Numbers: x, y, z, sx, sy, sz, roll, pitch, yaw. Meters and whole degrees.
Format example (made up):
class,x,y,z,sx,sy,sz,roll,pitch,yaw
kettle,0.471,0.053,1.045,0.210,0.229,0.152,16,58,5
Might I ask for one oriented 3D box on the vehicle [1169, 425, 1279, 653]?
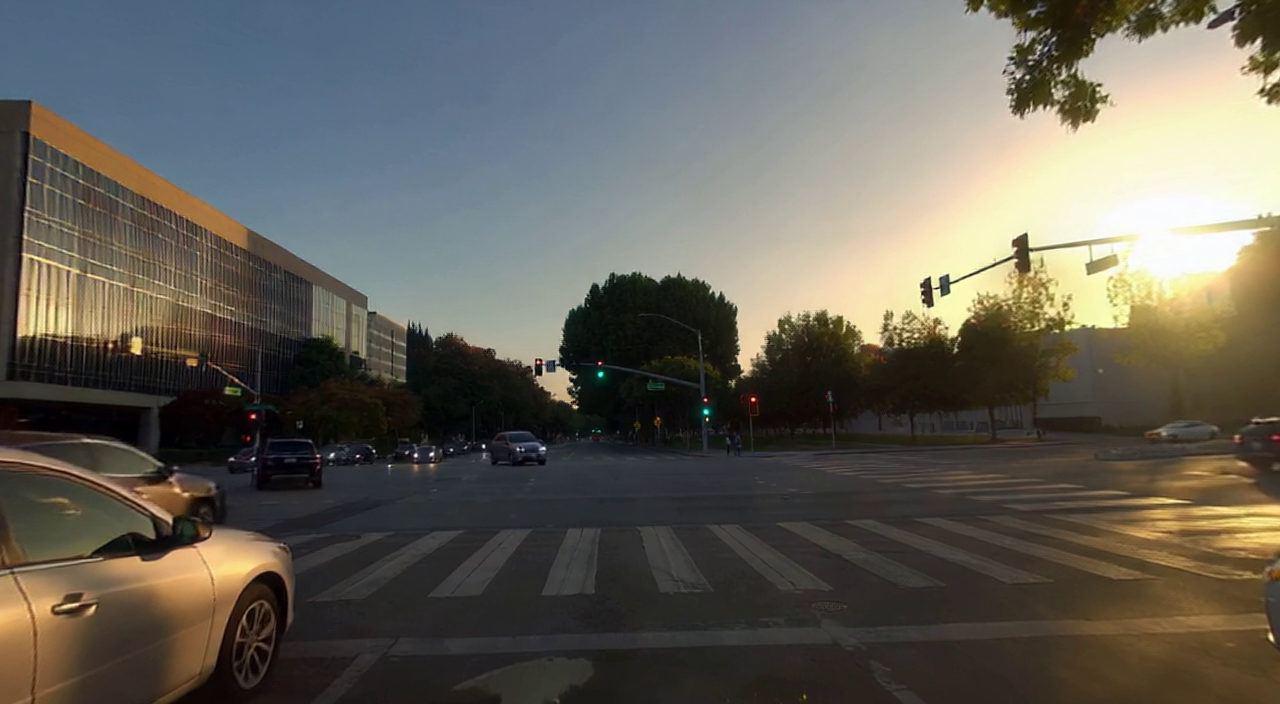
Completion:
class,x,y,z,sx,sy,sz,roll,pitch,yaw
vehicle,4.949,0.983,2.563,1.949,1.449,4.530,-1,-8,5

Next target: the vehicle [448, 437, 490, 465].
class,x,y,z,sx,sy,sz,roll,pitch,yaw
vehicle,-12.792,7.420,47.536,2.051,1.715,4.346,-3,-6,-2

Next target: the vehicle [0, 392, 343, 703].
class,x,y,z,sx,sy,sz,roll,pitch,yaw
vehicle,-3.070,0.892,2.149,1.919,1.478,4.720,0,-8,-1

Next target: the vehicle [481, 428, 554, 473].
class,x,y,z,sx,sy,sz,roll,pitch,yaw
vehicle,-5.759,4.514,29.225,2.109,1.871,4.778,4,-9,-25
